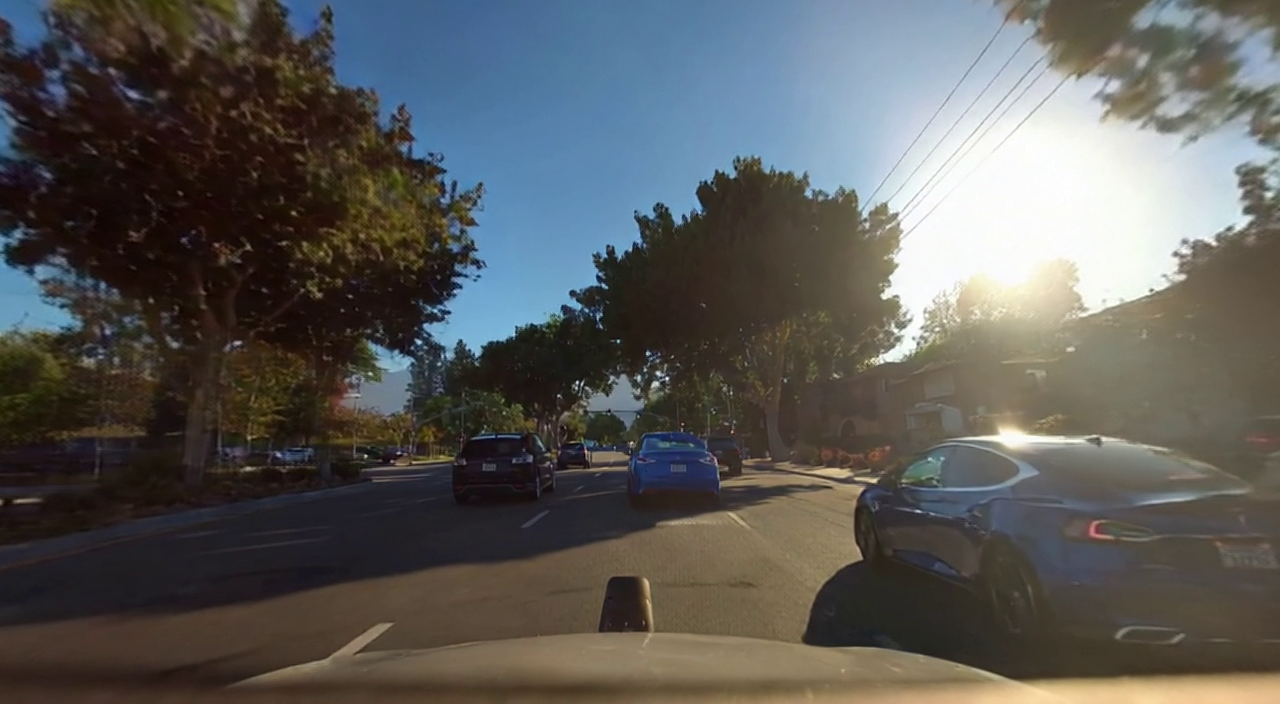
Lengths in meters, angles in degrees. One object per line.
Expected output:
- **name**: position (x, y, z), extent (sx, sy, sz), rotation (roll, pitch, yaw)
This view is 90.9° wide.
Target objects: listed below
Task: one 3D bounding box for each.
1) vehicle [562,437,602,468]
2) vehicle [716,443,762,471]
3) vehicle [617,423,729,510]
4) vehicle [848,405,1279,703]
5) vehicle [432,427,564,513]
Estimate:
- **vehicle**: position (-3.411, 6.070, 38.071), extent (2.014, 1.755, 4.360), rotation (0, -8, 0)
- **vehicle**: position (5.668, 6.062, 36.607), extent (2.010, 1.486, 4.498), rotation (0, -8, 1)
- **vehicle**: position (0.620, 2.653, 15.024), extent (2.280, 1.747, 4.361), rotation (0, -8, -1)
- **vehicle**: position (3.450, 1.307, 4.881), extent (2.017, 1.491, 4.611), rotation (0, -8, -1)
- **vehicle**: position (-3.103, 2.689, 14.885), extent (2.043, 1.687, 4.676), rotation (0, -8, 0)
